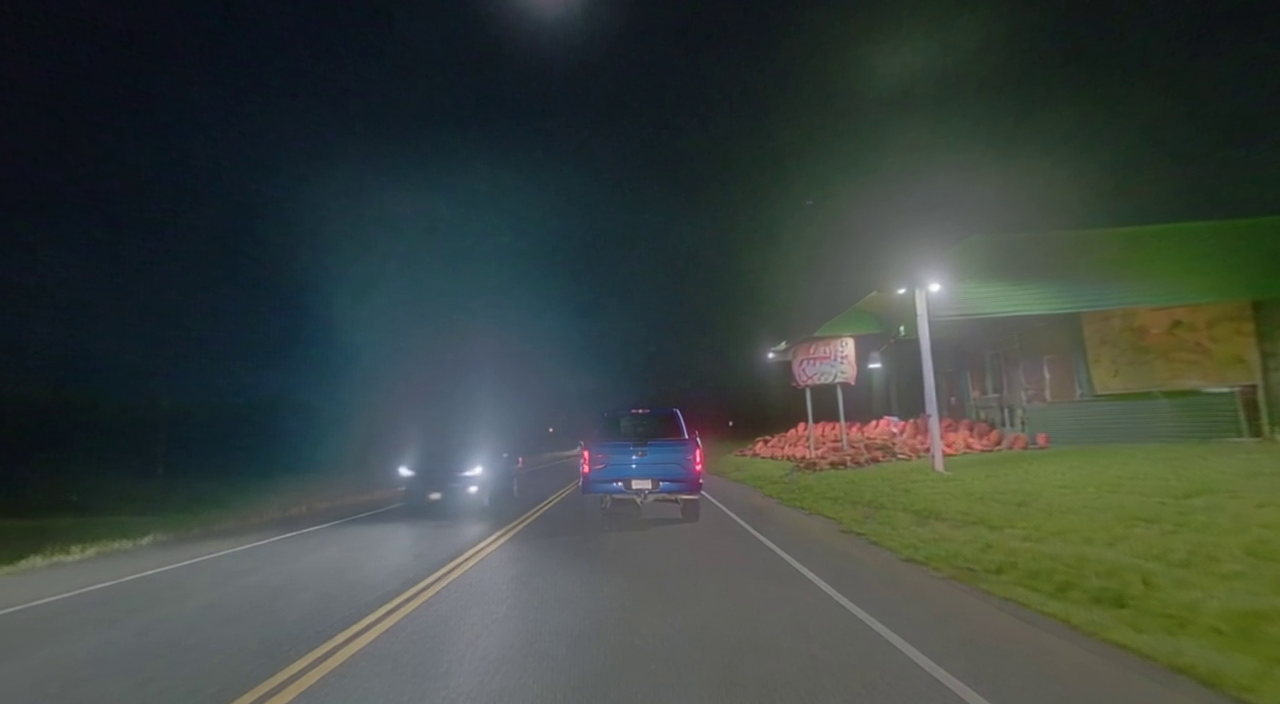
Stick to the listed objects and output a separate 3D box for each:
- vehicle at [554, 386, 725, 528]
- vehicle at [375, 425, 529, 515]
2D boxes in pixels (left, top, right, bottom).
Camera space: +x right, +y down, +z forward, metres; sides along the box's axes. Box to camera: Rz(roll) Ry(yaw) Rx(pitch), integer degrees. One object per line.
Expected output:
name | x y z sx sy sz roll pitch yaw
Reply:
vehicle | -0.089 2.089 13.008 2.693 2.223 5.885 0 -8 -2
vehicle | -4.091 2.654 14.745 2.190 1.746 4.616 0 -8 0
